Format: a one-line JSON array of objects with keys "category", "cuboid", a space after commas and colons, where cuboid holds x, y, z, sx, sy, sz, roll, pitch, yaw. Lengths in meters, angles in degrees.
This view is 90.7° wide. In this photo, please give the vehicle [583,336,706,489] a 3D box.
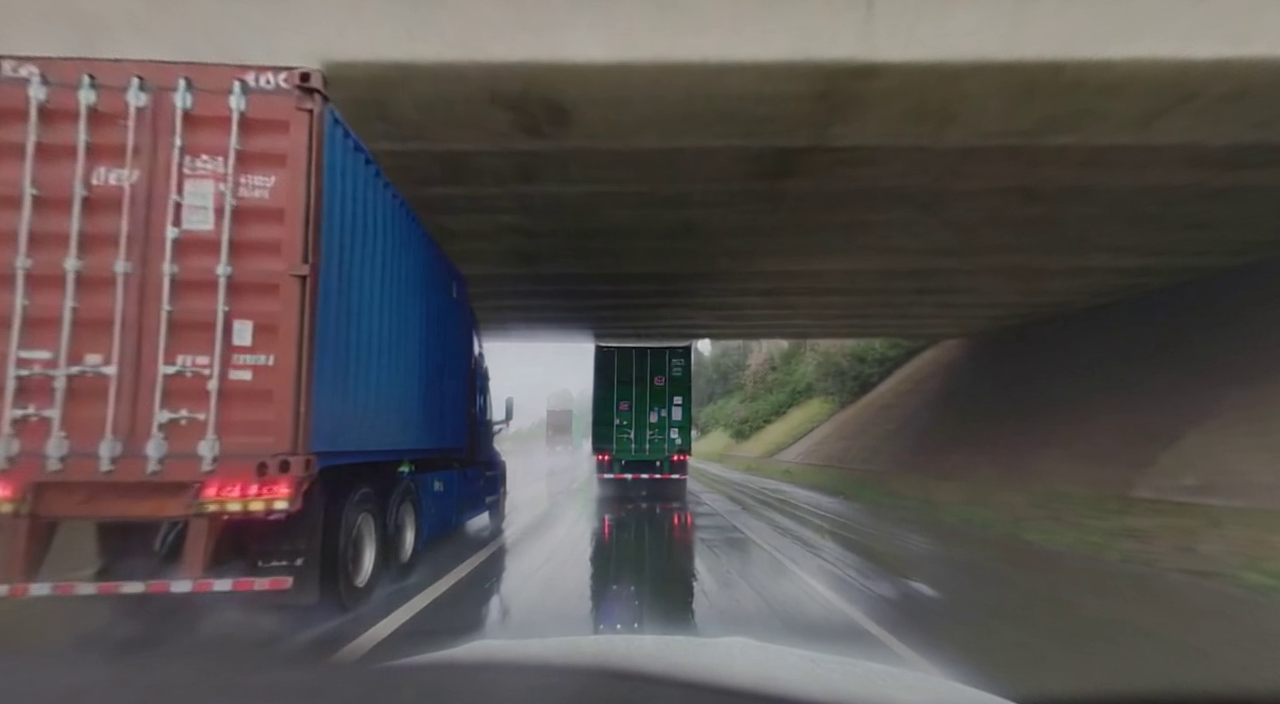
[{"category": "vehicle", "cuboid": [0.004, 2.204, 21.335, 3.357, 4.212, 7.519, 0, -9, -2]}]

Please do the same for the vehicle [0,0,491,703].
[{"category": "vehicle", "cuboid": [-3.709, 0.110, 5.410, 3.187, 3.949, 6.963, 0, -9, 0]}]
